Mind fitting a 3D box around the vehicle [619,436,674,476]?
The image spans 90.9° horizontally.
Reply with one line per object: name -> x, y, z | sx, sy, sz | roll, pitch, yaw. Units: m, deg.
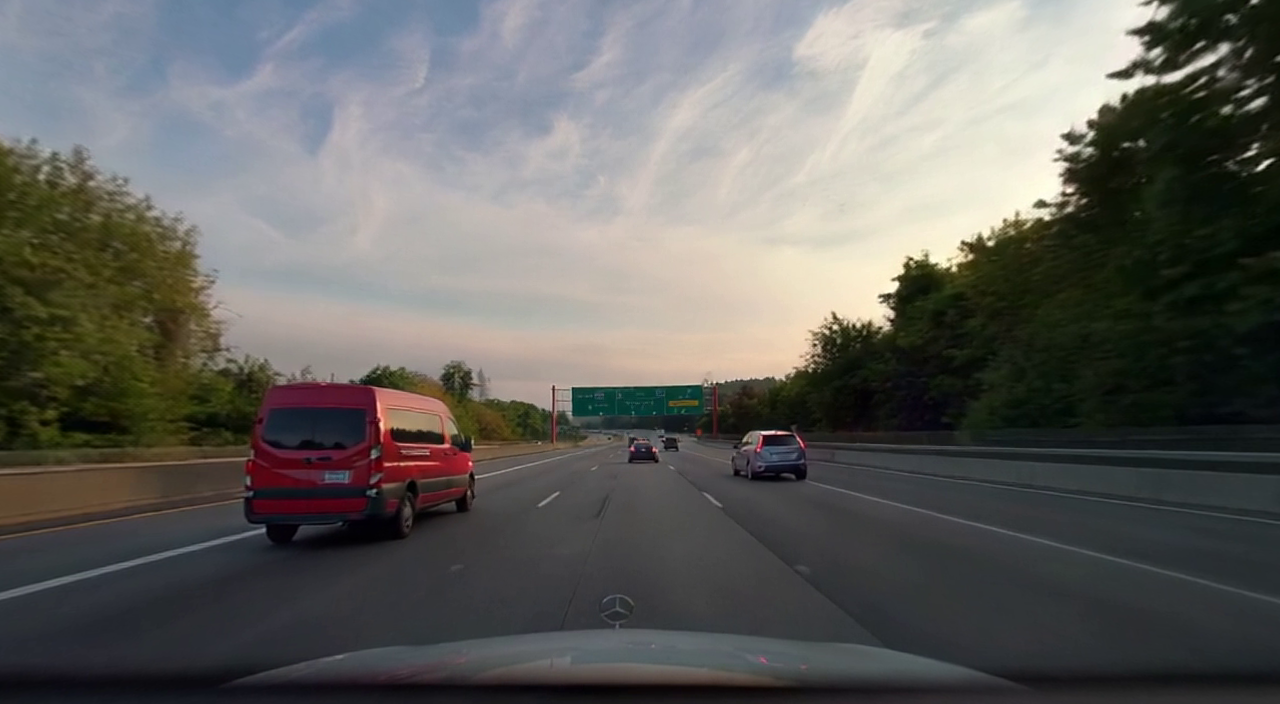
vehicle -> 0.244, 4.120, 25.355 | 2.020, 1.464, 3.803 | 0, -8, 0

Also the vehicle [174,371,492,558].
vehicle -> -3.982, 1.574, 9.551 | 2.275, 2.053, 5.082 | 0, -8, -1

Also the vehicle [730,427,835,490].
vehicle -> 4.067, 3.113, 18.883 | 1.996, 1.638, 4.496 | 0, -8, -1
